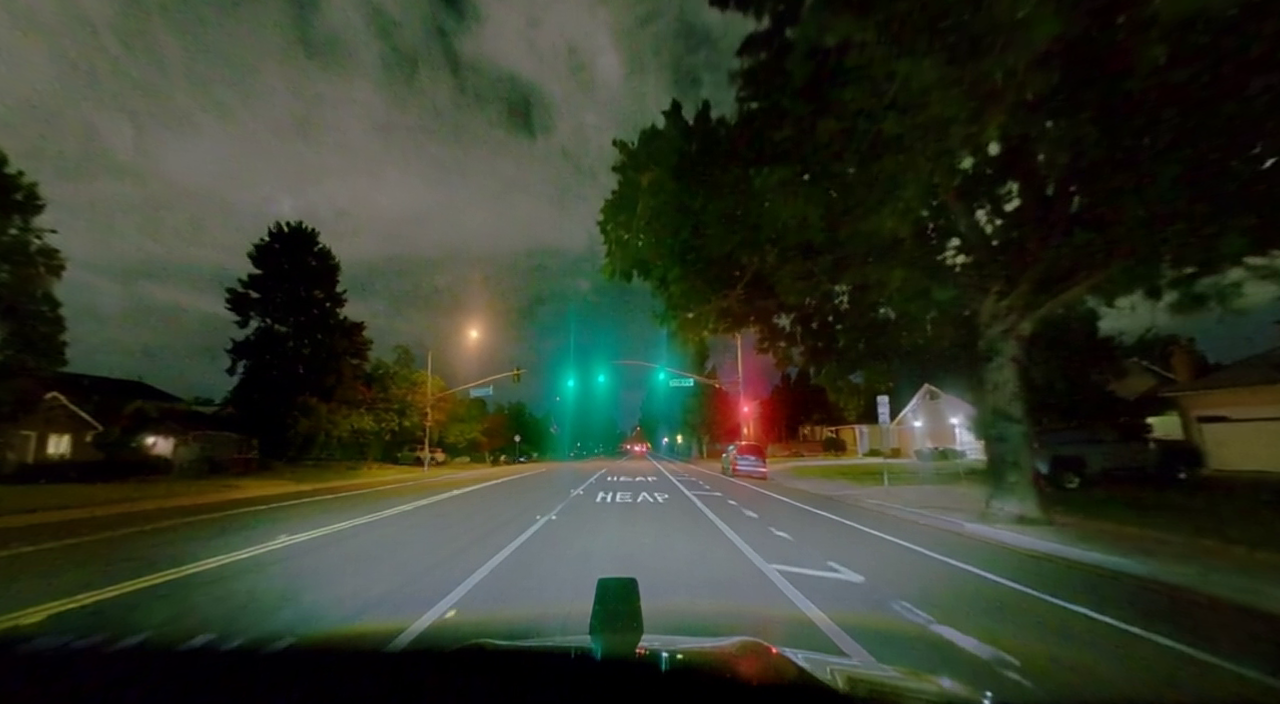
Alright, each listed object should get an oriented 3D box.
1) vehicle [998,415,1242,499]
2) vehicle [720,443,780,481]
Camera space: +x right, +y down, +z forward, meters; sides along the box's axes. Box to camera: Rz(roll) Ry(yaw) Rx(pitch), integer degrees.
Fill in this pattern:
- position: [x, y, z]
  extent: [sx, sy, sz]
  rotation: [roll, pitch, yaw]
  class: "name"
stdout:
- position: [12.246, 2.700, 16.340]
  extent: [4.510, 1.732, 2.048]
  rotation: [-4, -9, 0]
  class: "vehicle"
- position: [5.119, 5.148, 29.822]
  extent: [1.979, 1.637, 4.321]
  rotation: [0, -9, -1]
  class: "vehicle"
